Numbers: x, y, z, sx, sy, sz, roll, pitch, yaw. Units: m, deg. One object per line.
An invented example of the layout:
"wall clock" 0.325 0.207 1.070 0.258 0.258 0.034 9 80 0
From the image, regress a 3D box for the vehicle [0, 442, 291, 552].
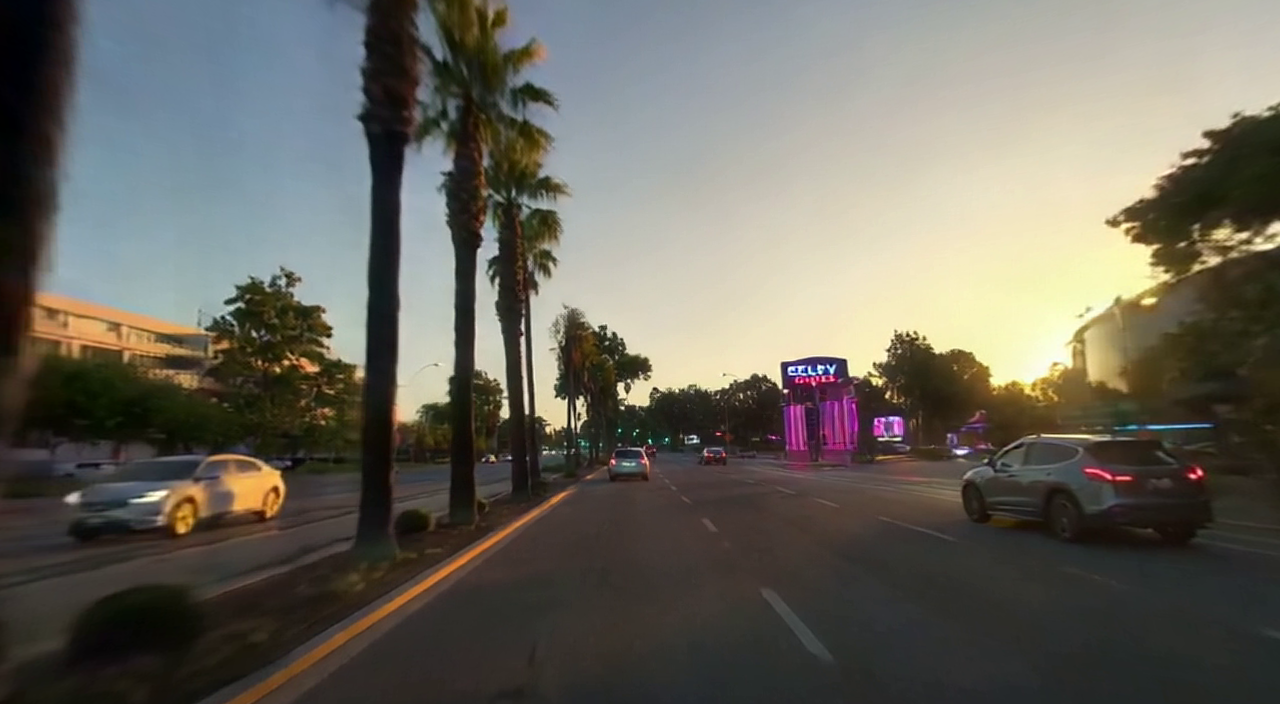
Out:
"vehicle" -8.499 2.397 11.251 1.930 1.478 4.552 -1 -8 0

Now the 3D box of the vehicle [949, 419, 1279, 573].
"vehicle" 6.360 1.853 8.845 1.949 1.647 3.894 0 -8 -1

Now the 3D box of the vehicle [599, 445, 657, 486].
"vehicle" -0.429 4.176 23.505 1.970 1.402 3.756 0 -8 -1

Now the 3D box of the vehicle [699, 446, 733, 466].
"vehicle" 5.834 8.003 48.725 1.970 1.461 4.267 0 -8 -1
